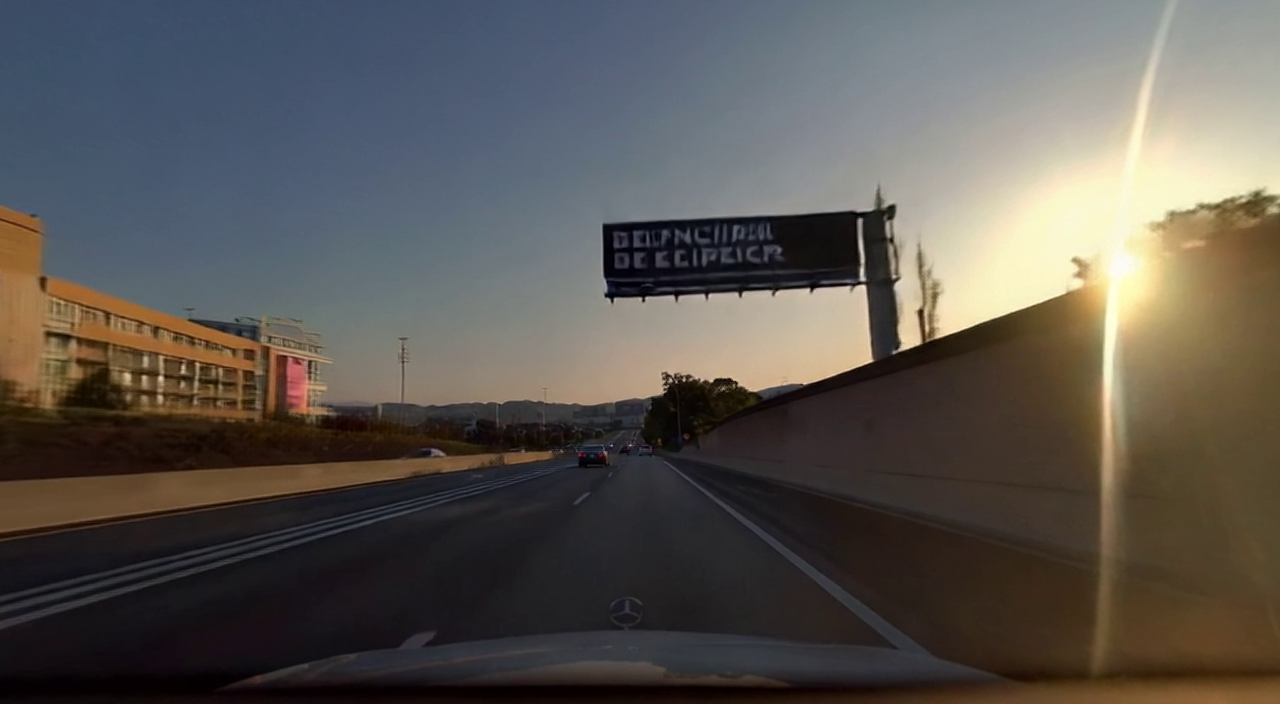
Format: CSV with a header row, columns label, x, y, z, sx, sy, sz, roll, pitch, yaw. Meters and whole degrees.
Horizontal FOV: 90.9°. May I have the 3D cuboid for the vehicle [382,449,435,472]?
label,x,y,z,sx,sy,sz,roll,pitch,yaw
vehicle,-16.240,7.607,44.526,1.823,1.464,4.626,-1,-8,2

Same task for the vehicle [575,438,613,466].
label,x,y,z,sx,sy,sz,roll,pitch,yaw
vehicle,-3.169,7.008,44.295,2.159,1.793,5.027,-1,-8,1
